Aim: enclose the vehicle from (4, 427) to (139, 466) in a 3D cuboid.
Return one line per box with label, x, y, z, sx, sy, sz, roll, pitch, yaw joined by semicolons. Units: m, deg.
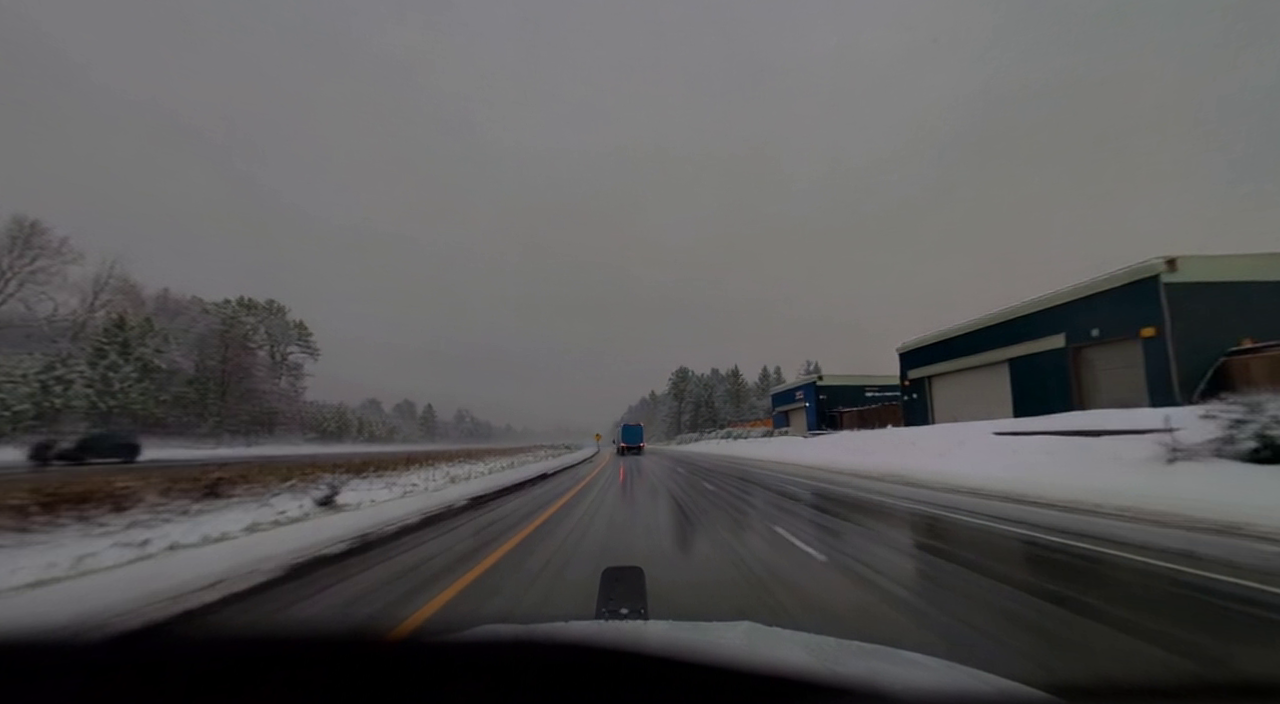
vehicle;-28.615;4.797;32.048;2.008;1.790;5.262;0;-8;-1
